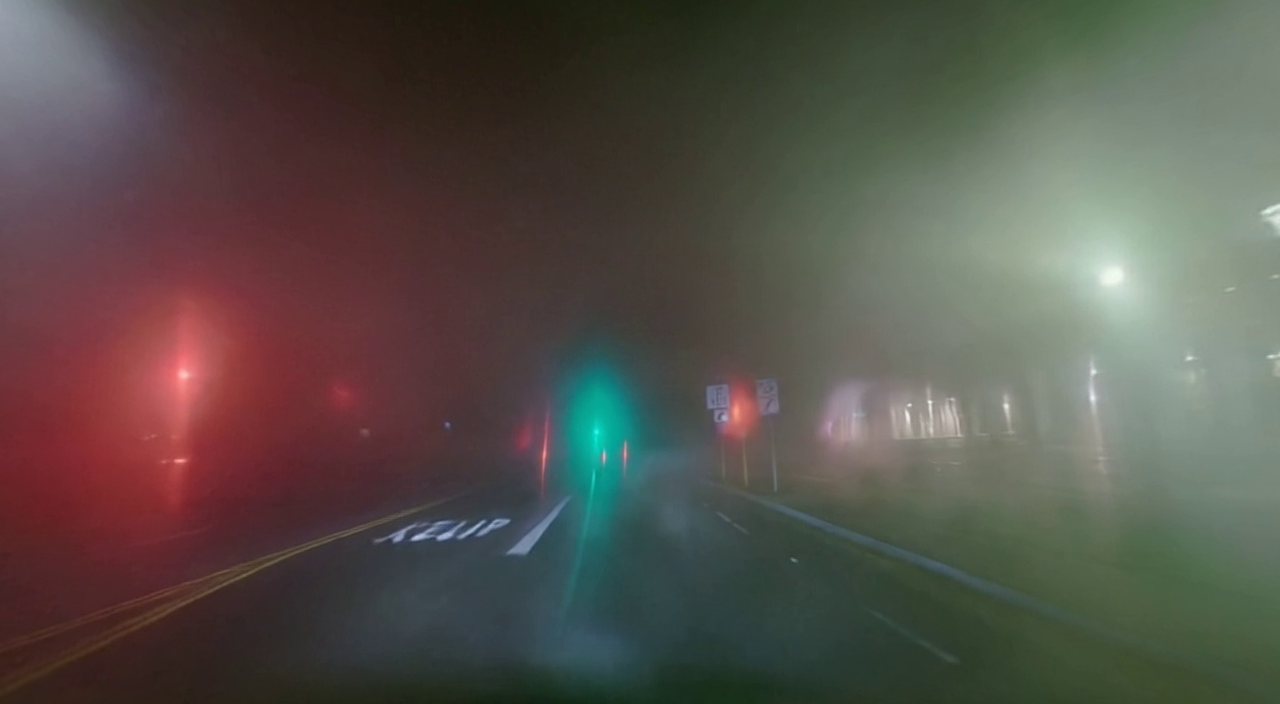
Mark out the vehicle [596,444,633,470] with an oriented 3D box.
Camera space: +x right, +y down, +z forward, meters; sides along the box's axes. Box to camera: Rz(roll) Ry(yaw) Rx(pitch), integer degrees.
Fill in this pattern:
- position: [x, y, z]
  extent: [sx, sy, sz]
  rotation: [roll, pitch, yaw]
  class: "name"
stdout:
- position: [-1.582, 6.408, 38.783]
  extent: [2.131, 1.474, 4.146]
  rotation: [0, -8, -3]
  class: "vehicle"
